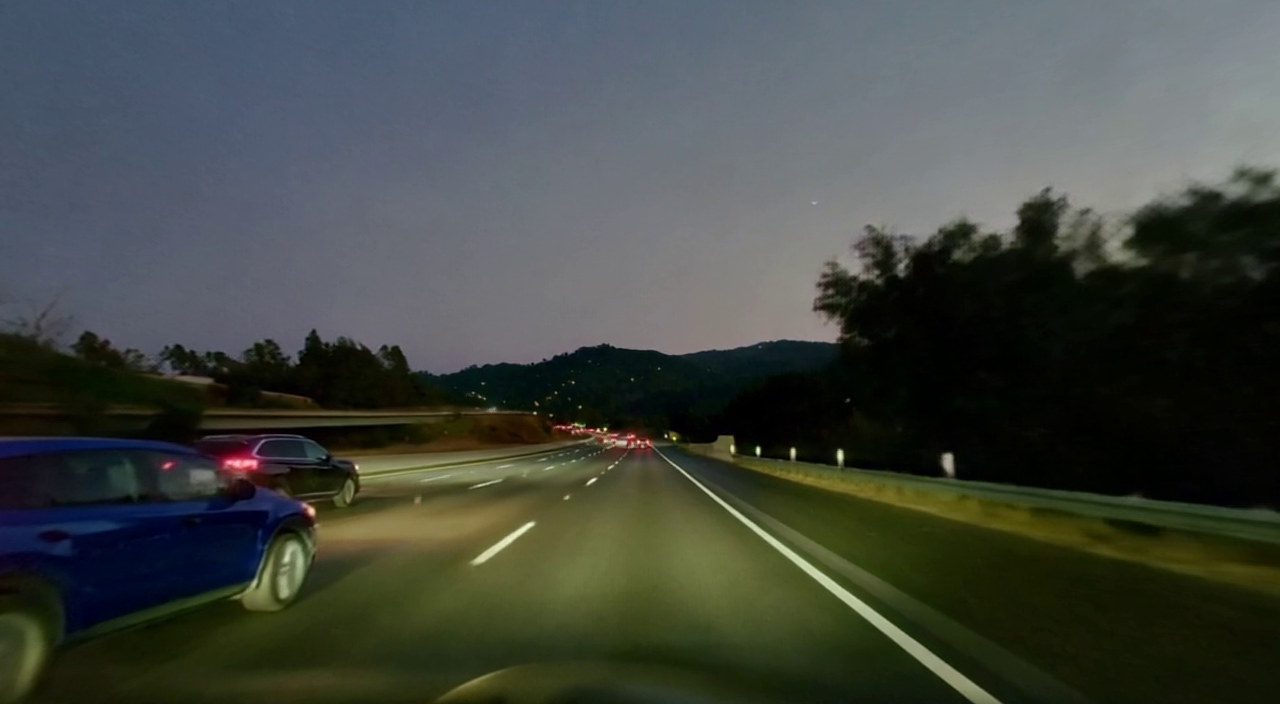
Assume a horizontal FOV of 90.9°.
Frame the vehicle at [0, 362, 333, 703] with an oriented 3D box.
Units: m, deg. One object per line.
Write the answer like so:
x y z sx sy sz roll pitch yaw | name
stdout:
-3.620 0.965 3.153 1.983 1.663 4.290 0 -9 0 | vehicle
